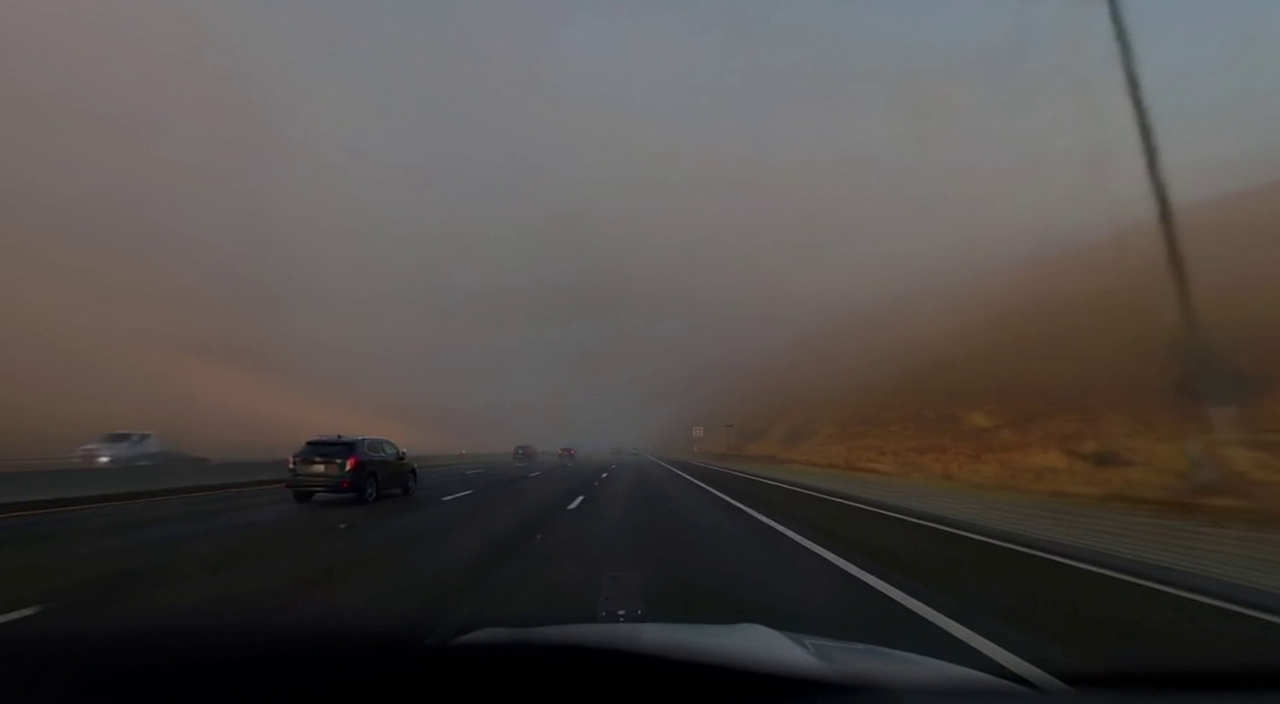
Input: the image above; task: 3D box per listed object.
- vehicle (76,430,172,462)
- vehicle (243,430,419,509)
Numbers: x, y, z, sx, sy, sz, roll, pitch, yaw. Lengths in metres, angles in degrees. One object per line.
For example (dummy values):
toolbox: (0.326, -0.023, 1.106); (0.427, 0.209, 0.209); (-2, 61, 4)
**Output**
vehicle: (-38.579, 7.096, 47.349); (2.408, 2.235, 5.708); (0, -9, -1)
vehicle: (-7.159, 2.769, 15.242); (2.045, 1.624, 4.338); (0, -9, 0)
